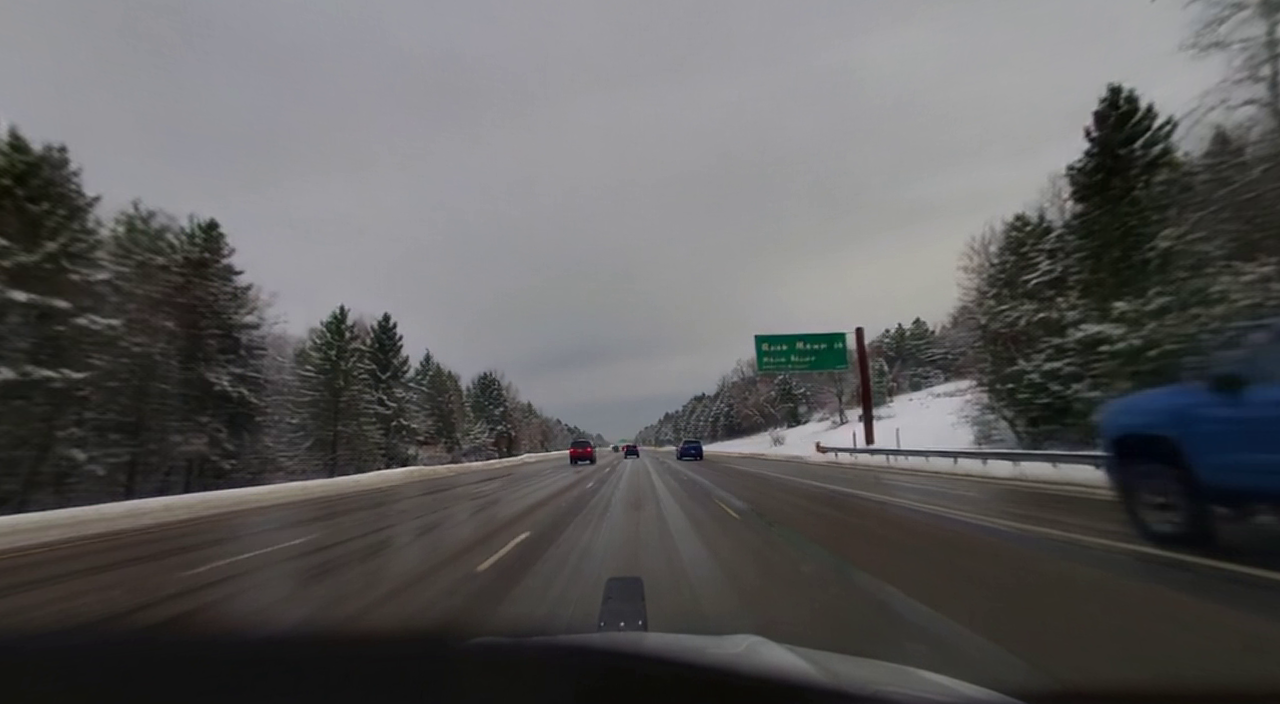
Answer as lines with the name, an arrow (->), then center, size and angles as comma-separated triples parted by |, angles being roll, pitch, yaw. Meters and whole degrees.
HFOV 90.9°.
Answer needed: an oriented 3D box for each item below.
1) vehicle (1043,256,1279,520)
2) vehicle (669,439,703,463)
vehicle -> 11.689, 0.719, 11.069 | 3.043, 4.138, 9.135 | 0, -8, 0
vehicle -> 3.362, 7.334, 46.779 | 1.995, 1.712, 4.206 | 0, -8, -2
